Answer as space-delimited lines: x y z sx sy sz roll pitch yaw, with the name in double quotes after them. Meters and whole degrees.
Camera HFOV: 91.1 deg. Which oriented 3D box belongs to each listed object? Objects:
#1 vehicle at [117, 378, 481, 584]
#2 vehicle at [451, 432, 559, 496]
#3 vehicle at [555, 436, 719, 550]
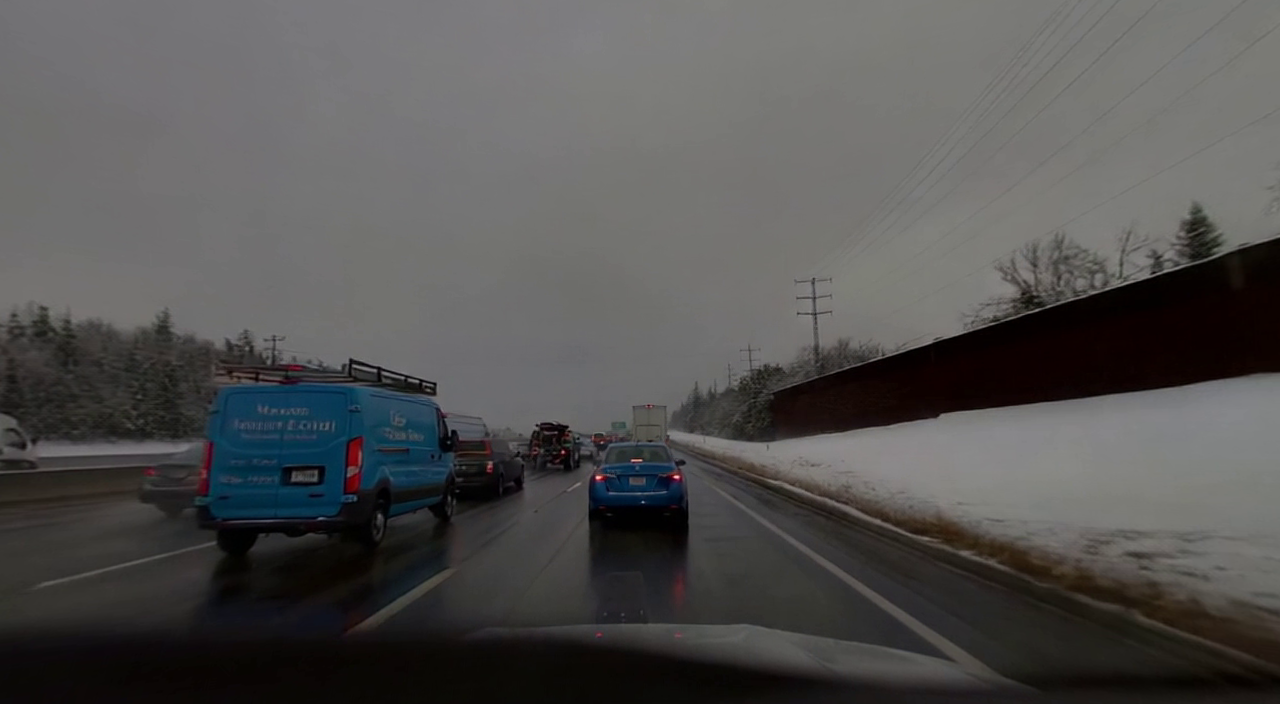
-3.833 1.556 8.318 2.142 1.952 4.556 0 -8 1 "vehicle"
-3.831 3.268 18.755 2.114 1.657 4.432 0 -8 2 "vehicle"
-0.065 2.082 10.006 2.054 1.421 4.090 0 -8 -1 "vehicle"
